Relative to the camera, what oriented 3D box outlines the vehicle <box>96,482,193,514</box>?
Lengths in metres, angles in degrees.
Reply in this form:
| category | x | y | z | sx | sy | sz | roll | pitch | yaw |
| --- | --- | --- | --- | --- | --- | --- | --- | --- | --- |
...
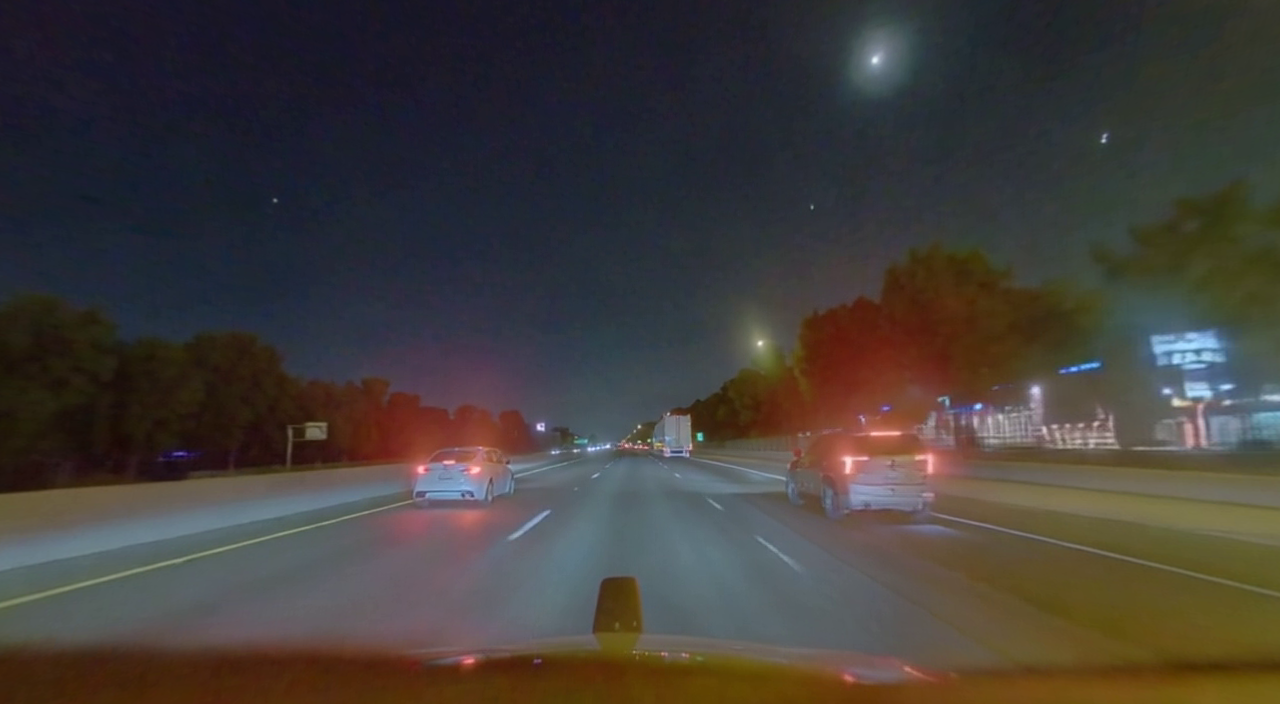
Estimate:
| category | x | y | z | sx | sy | sz | roll | pitch | yaw |
| --- | --- | --- | --- | --- | --- | --- | --- | --- | --- |
| vehicle | -28.982 | 8.533 | 37.168 | 1.938 | 1.481 | 4.729 | 0 | -8 | 0 |

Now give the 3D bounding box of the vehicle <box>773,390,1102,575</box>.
| category | x | y | z | sx | sy | sz | roll | pitch | yaw |
| --- | --- | --- | --- | --- | --- | --- | --- | --- | --- |
| vehicle | 3.342 | 1.581 | 8.374 | 2.065 | 1.760 | 4.488 | 0 | -8 | -1 |

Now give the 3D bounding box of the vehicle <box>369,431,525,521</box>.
| category | x | y | z | sx | sy | sz | roll | pitch | yaw |
| --- | --- | --- | --- | --- | --- | --- | --- | --- | --- |
| vehicle | -3.921 | 2.596 | 13.853 | 1.903 | 1.607 | 4.770 | 0 | -8 | 0 |
